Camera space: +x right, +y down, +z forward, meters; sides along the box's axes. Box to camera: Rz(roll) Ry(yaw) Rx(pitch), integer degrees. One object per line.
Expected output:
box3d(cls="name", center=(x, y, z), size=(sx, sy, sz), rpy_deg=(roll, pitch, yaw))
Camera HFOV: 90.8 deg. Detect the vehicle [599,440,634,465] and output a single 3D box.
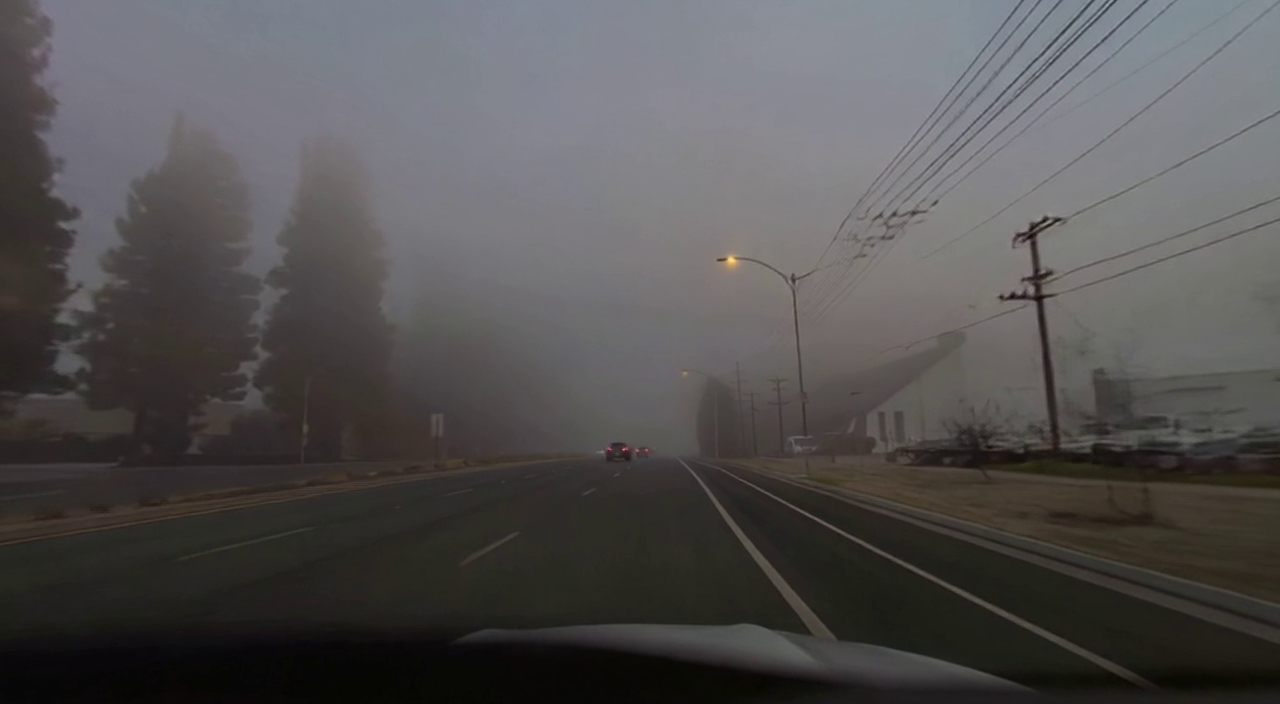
box3d(cls="vehicle", center=(-1.607, 7.171, 45.054), size=(2.121, 1.654, 3.993), rpy_deg=(0, -9, 3))
